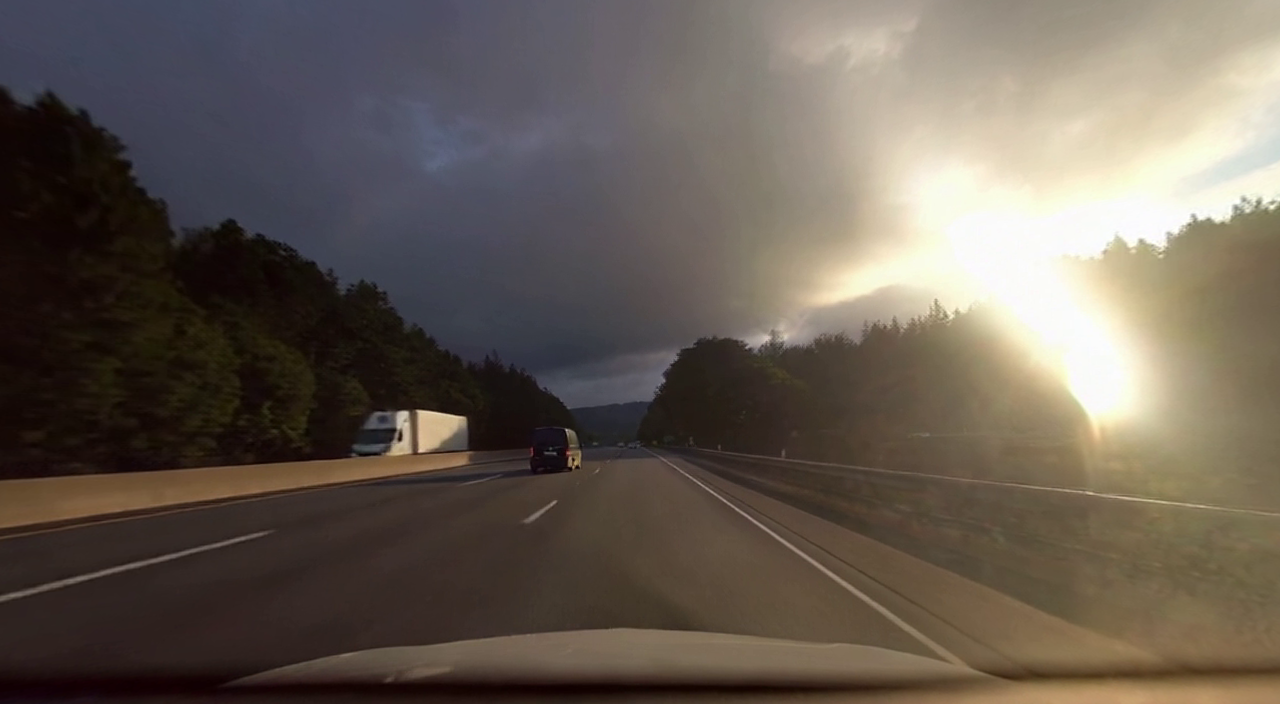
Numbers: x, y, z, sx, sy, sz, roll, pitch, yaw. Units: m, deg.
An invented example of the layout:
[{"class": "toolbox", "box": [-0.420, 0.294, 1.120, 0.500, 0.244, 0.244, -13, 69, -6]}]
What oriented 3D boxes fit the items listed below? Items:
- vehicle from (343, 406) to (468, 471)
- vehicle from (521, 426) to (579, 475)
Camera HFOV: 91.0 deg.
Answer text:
[{"class": "vehicle", "box": [-17.024, 6.624, 47.901, 3.310, 4.067, 16.585, 0, -8, -1]}, {"class": "vehicle", "box": [-4.038, 4.500, 29.039, 1.976, 2.029, 4.737, -1, -8, 0]}]
